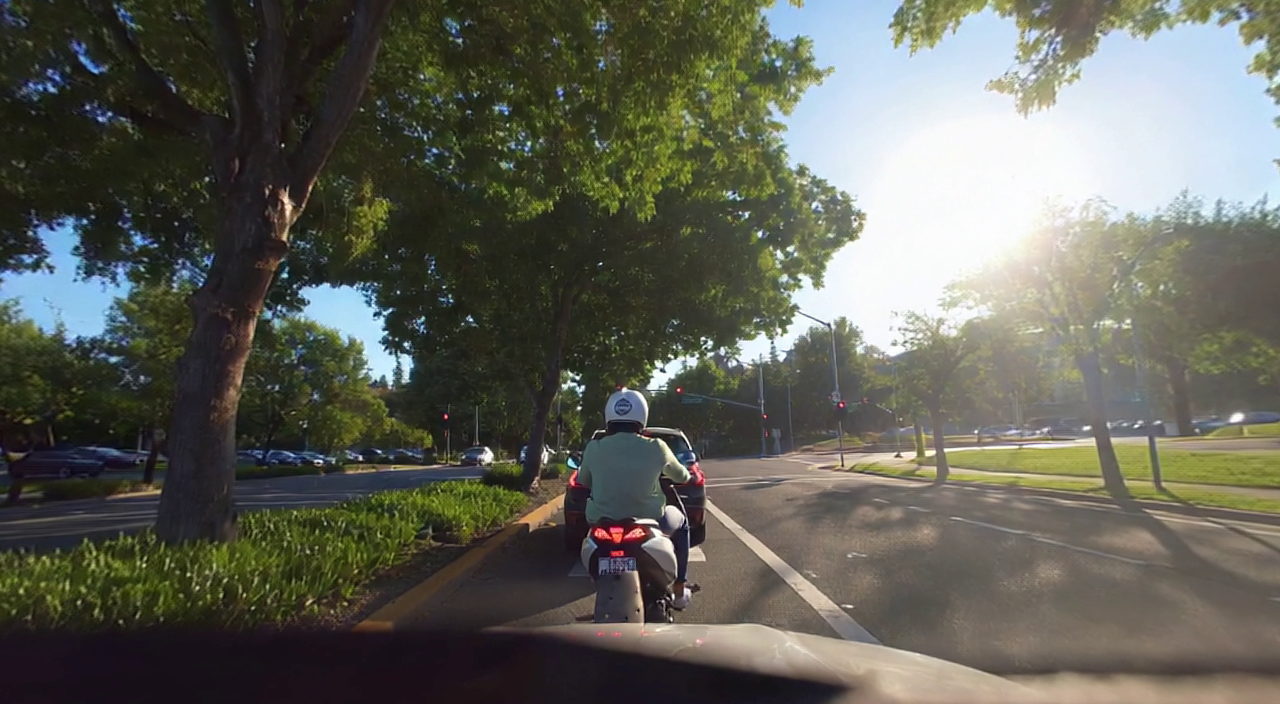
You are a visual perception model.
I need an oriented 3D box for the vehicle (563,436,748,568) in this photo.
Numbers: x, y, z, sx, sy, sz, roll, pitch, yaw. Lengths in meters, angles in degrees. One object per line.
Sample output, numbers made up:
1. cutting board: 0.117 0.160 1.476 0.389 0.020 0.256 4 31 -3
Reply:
1. vehicle: 0.131 2.024 9.424 2.093 1.450 4.437 0 -8 -1
